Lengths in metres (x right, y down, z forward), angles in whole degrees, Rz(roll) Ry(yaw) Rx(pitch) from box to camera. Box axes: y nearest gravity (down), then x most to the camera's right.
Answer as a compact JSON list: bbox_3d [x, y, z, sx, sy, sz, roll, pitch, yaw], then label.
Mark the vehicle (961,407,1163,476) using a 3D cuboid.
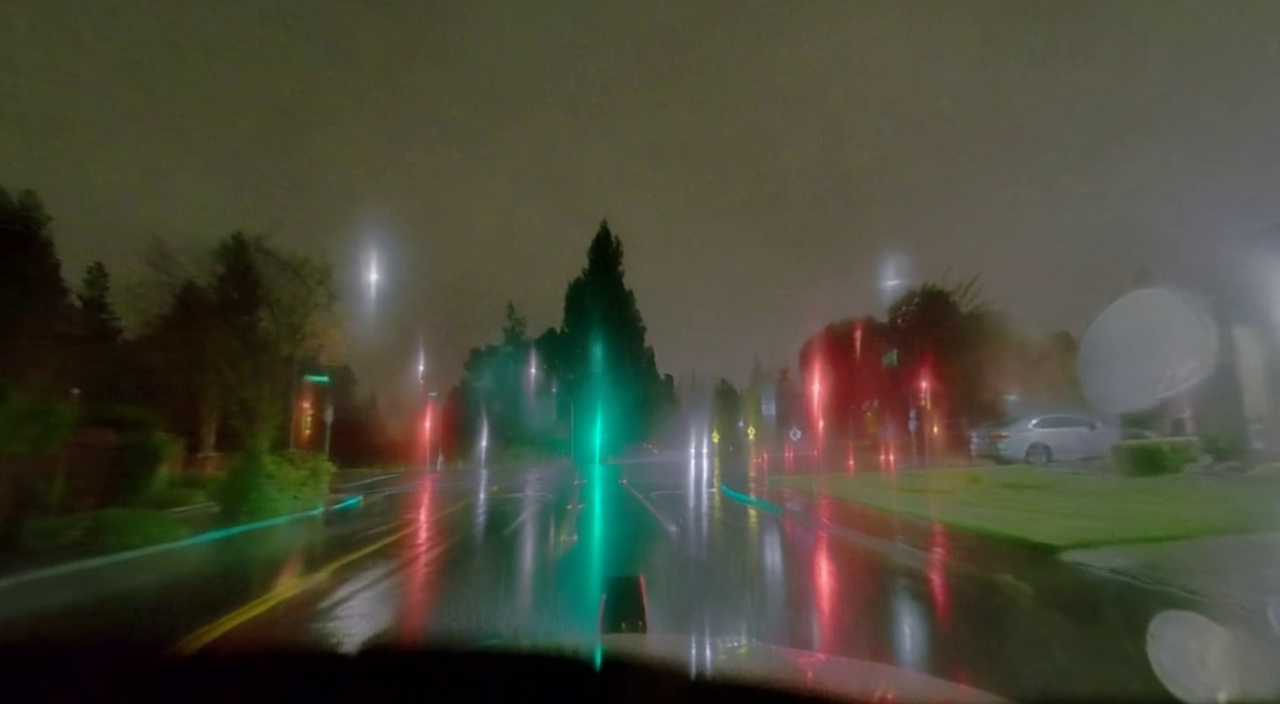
[{"bbox_3d":[12.598,2.731,19.007,4.562,1.850,2.130,1,-9,-2],"label":"vehicle"}]
